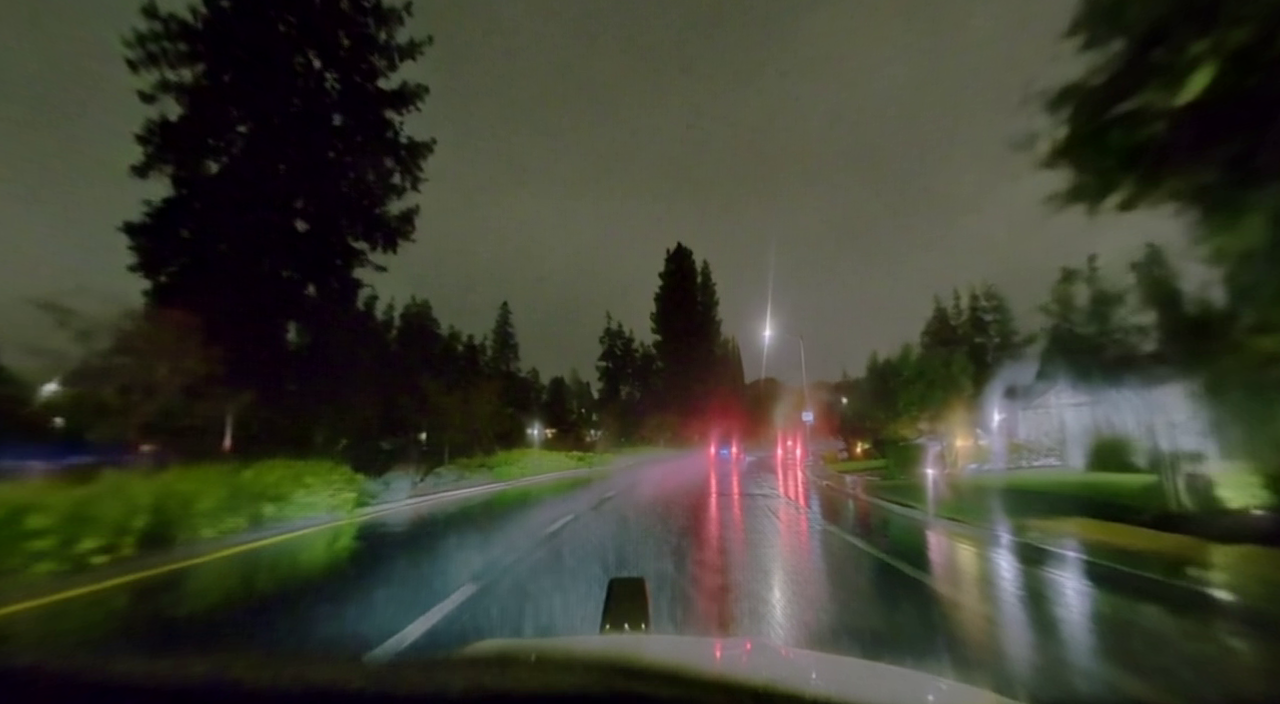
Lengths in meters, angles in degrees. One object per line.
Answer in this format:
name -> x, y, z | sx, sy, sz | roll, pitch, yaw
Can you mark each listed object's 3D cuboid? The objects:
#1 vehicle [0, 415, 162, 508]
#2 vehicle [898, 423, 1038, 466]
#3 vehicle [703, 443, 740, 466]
vehicle -> -12.919, 2.259, 13.191 | 2.071, 1.728, 4.514 | 0, -8, 4
vehicle -> 14.435, 4.143, 28.086 | 4.999, 1.791, 2.177 | -2, -9, 12
vehicle -> 5.601, 6.922, 42.902 | 2.050, 1.456, 4.003 | -2, -9, 14
